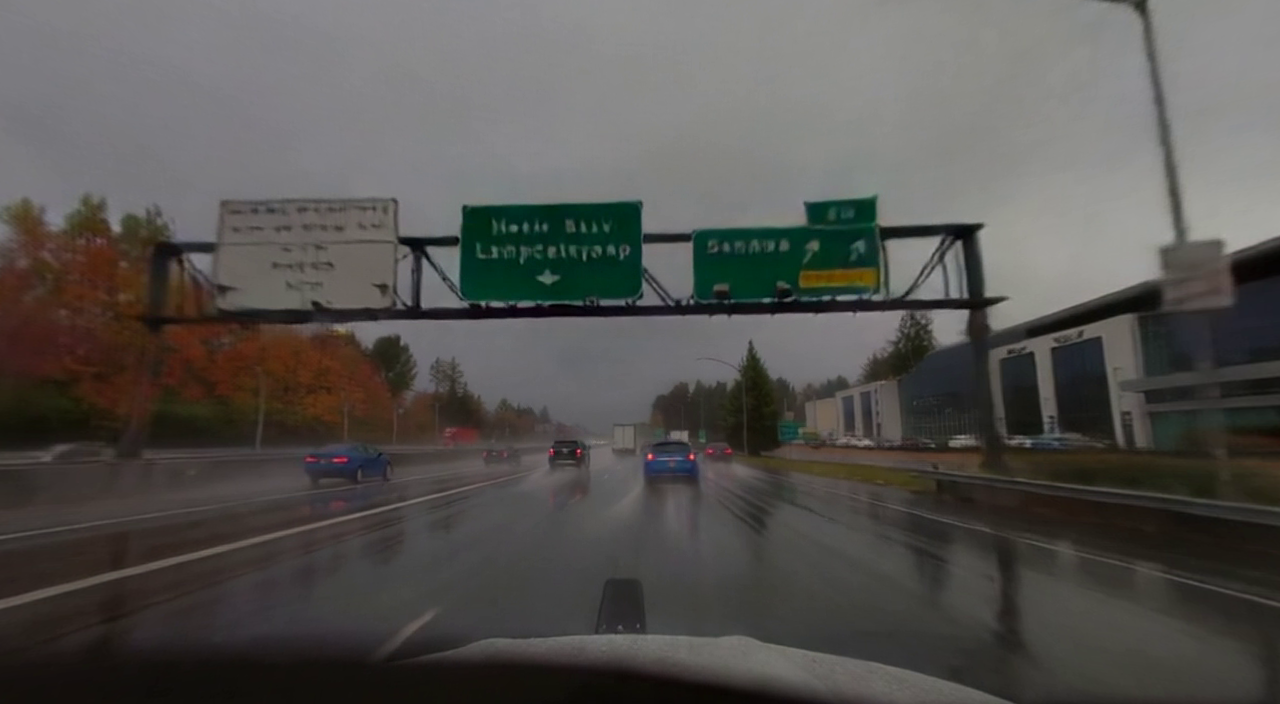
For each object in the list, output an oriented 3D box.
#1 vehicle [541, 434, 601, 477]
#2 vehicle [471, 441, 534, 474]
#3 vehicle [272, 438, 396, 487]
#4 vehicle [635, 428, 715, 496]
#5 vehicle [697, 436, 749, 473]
[{"bbox_3d":[-2.995,4.621,28.294,2.111,1.742,4.315,0,-9,2],"label":"vehicle"},{"bbox_3d":[-6.885,5.337,32.087,2.057,1.496,4.661,0,-9,1],"label":"vehicle"},{"bbox_3d":[-10.713,3.886,22.490,2.006,1.509,4.634,0,-9,1],"label":"vehicle"},{"bbox_3d":[0.990,3.233,18.787,2.101,1.742,4.495,0,-9,2],"label":"vehicle"},{"bbox_3d":[4.337,5.440,33.579,2.193,1.778,4.488,0,-9,0],"label":"vehicle"}]
